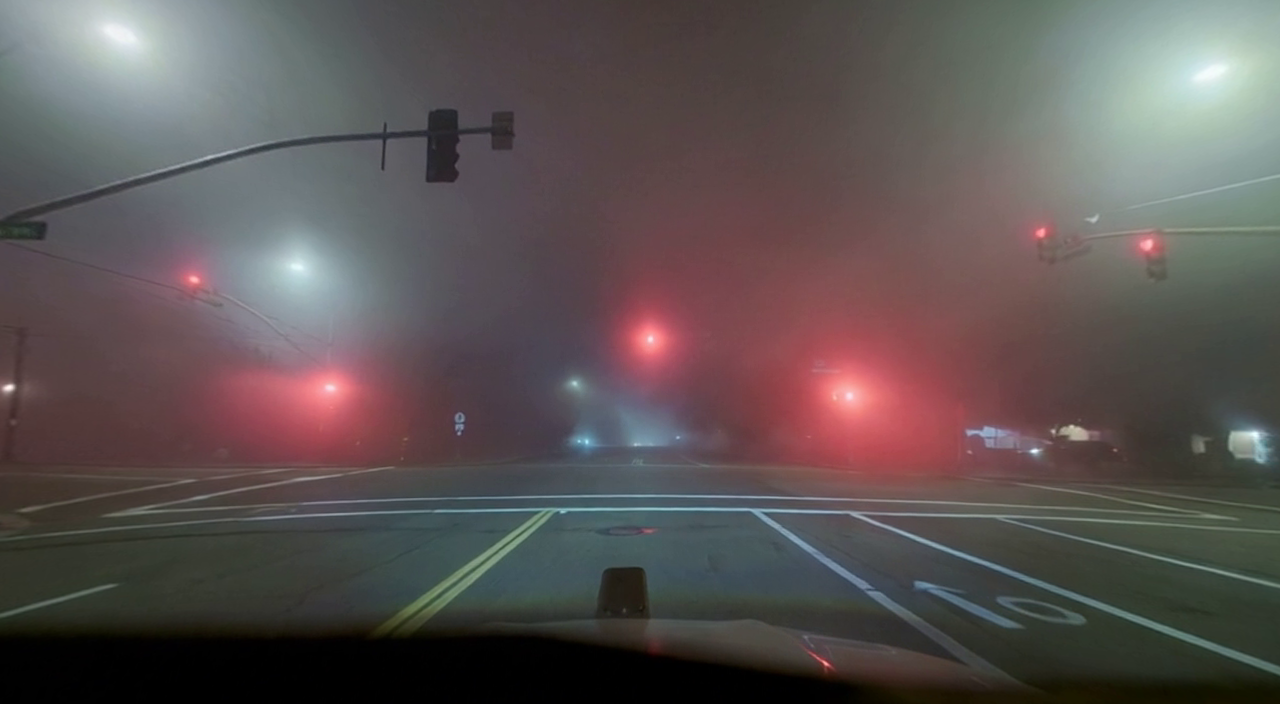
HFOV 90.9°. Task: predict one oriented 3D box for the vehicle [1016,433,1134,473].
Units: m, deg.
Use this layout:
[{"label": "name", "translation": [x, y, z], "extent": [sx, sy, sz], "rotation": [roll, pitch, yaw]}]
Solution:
[{"label": "vehicle", "translation": [22.864, 5.301, 33.417], "extent": [2.030, 1.927, 4.853], "rotation": [2, -9, -14]}]
